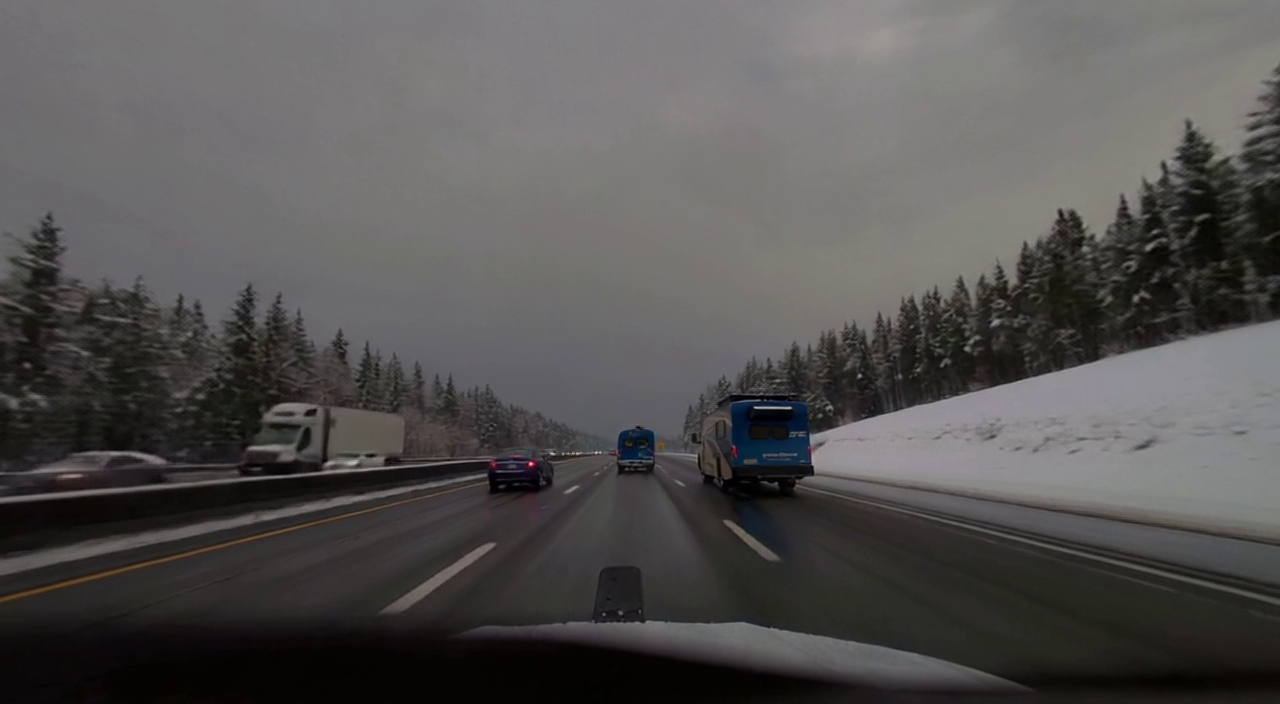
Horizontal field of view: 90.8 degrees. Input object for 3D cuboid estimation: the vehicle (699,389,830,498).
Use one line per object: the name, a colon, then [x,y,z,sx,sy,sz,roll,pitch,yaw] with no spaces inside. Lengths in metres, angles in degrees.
vehicle: [3.656,2.985,20.542,2.607,2.910,7.252,0,-9,-1]

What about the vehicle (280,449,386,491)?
vehicle: [-11.656,4.496,24.367,1.830,1.440,4.453,0,-9,0]

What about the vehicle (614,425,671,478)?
vehicle: [0.089,4.814,30.610,2.524,2.310,4.986,0,-9,0]

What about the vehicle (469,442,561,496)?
vehicle: [-3.801,3.642,20.056,1.959,1.502,4.559,0,-9,0]

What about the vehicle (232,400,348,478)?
vehicle: [-19.544,4.955,35.744,2.976,3.963,5.961,0,-9,0]

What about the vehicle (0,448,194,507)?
vehicle: [-15.783,3.605,18.632,2.046,1.505,4.296,0,-9,0]
